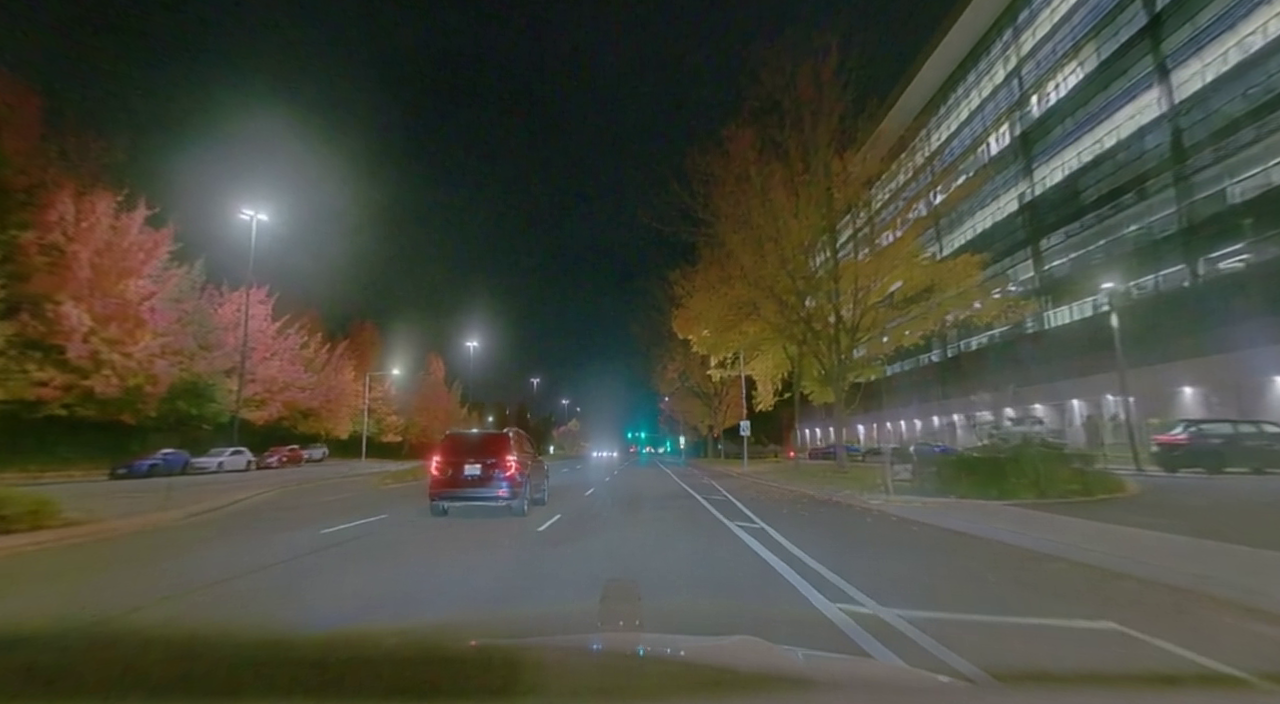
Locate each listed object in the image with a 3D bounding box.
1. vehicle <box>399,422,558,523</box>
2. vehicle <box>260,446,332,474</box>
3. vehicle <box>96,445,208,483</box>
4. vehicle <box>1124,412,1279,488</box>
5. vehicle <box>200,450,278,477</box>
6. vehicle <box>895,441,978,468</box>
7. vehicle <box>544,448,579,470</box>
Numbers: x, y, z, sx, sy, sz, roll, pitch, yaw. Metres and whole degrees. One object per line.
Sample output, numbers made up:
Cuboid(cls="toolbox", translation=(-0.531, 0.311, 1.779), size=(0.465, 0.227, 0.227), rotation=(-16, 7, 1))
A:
Cuboid(cls="vehicle", translation=(-3.201, 2.527, 13.623), size=(2.112, 1.779, 4.489), rotation=(0, -9, 1))
Cuboid(cls="vehicle", translation=(-25.118, 7.883, 46.258), size=(2.142, 1.895, 5.528), rotation=(0, -9, 0))
Cuboid(cls="vehicle", translation=(-25.304, 5.804, 32.927), size=(1.990, 1.822, 4.751), rotation=(0, -9, 0))
Cuboid(cls="vehicle", translation=(18.741, 2.981, 19.427), size=(5.903, 2.099, 2.290), rotation=(0, -9, -6))
Cuboid(cls="vehicle", translation=(-25.213, 7.001, 39.792), size=(1.844, 1.619, 4.725), rotation=(0, -9, 0))
Cuboid(cls="vehicle", translation=(18.697, 6.461, 39.757), size=(4.331, 1.655, 1.884), rotation=(1, -9, -7))
Cuboid(cls="vehicle", translation=(-5.786, 7.921, 46.691), size=(1.982, 1.478, 4.465), rotation=(0, -9, 1))
